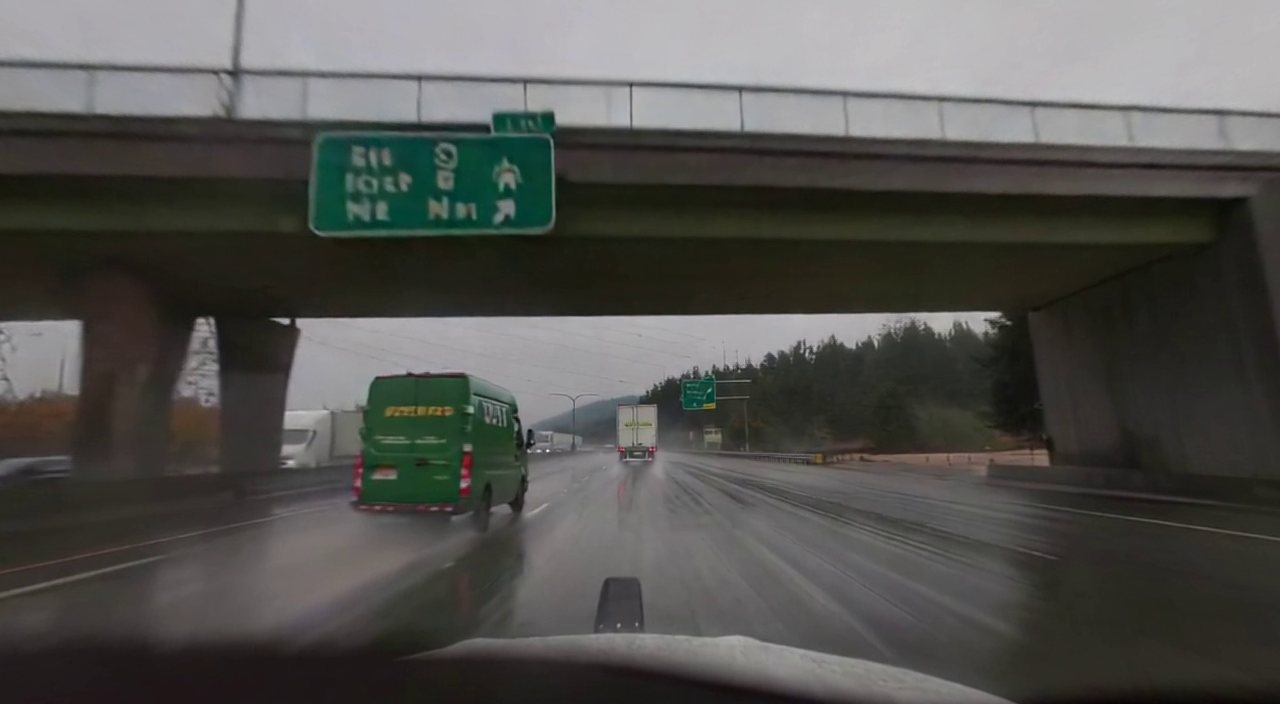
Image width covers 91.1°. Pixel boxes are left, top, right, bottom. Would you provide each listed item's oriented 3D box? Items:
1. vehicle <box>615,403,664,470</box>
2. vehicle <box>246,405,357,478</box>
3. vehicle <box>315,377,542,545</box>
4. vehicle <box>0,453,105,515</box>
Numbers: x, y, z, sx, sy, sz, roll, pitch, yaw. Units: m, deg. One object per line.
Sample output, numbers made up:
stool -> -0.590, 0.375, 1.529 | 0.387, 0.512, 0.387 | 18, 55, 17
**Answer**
vehicle -> -0.126, 6.119, 44.786 | 3.025, 4.002, 12.709 | 0, -9, -1
vehicle -> -19.639, 5.287, 36.981 | 3.143, 3.926, 5.850 | 0, -9, 0
vehicle -> -3.420, 1.944, 11.684 | 2.404, 2.371, 5.310 | 0, -9, -1
vehicle -> -15.789, 3.256, 15.709 | 1.689, 1.428, 3.501 | 0, -9, 0
